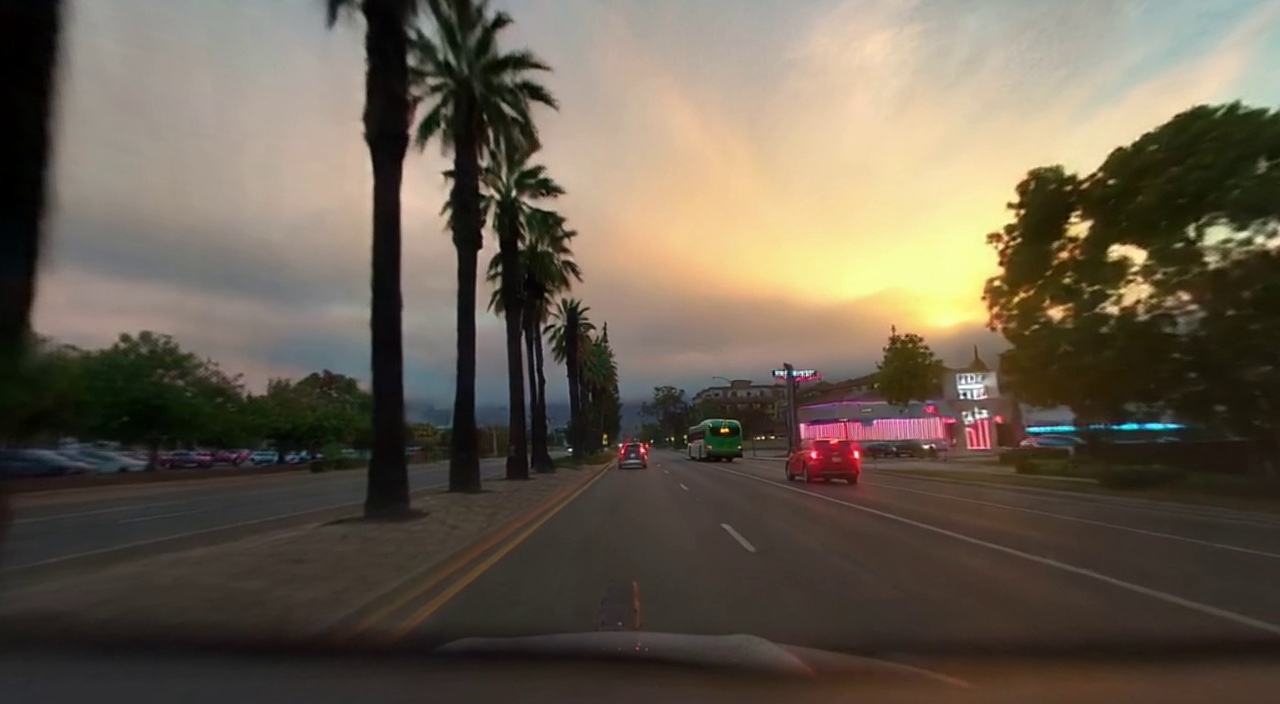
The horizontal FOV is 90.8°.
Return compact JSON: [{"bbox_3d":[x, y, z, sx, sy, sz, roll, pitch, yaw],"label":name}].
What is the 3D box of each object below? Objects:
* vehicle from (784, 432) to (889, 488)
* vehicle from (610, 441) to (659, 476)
[{"bbox_3d":[6.319,3.534,20.898,2.031,1.670,4.154,0,-9,-1],"label":"vehicle"},{"bbox_3d":[-0.221,4.872,29.181,2.065,1.477,4.306,0,-9,1],"label":"vehicle"}]
